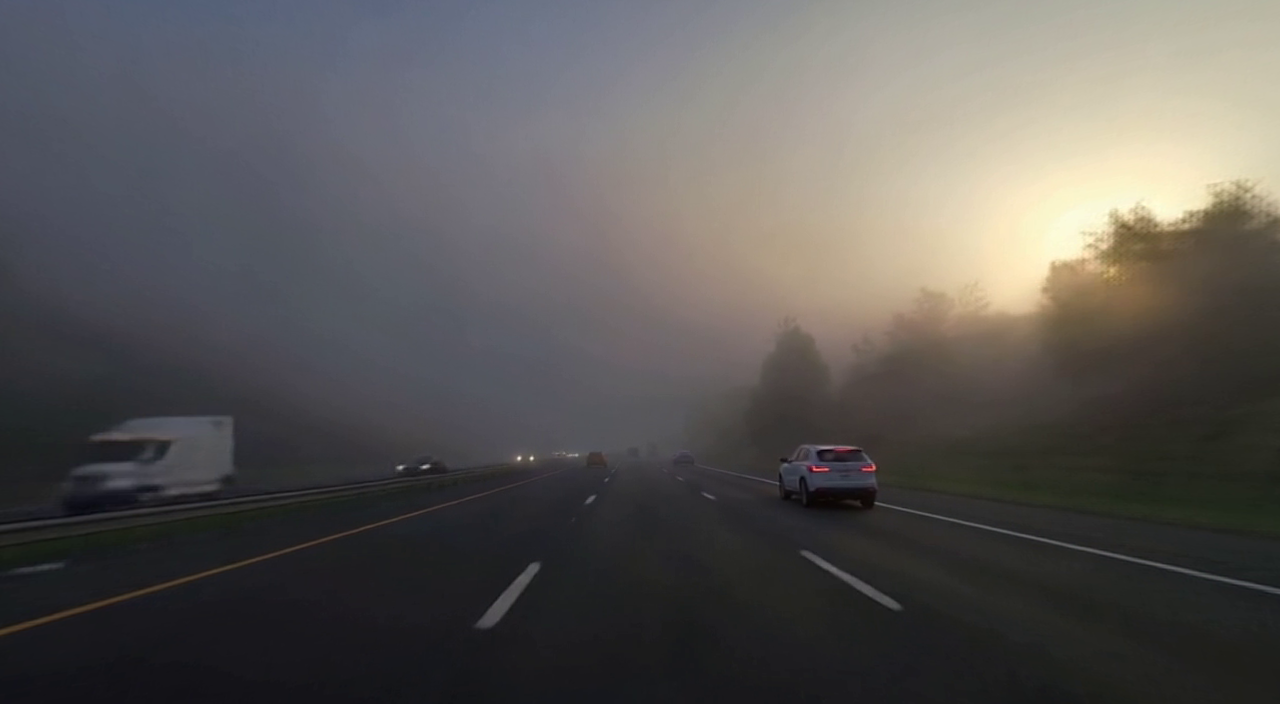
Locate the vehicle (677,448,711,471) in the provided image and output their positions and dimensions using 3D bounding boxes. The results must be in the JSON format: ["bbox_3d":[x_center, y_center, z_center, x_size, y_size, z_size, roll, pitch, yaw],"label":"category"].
[{"bbox_3d":[3.594,7.191,42.317,1.846,1.480,3.694,0,-9,-2],"label":"vehicle"}]

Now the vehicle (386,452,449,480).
[{"bbox_3d":[-12.180,6.256,34.895,1.951,1.462,4.378,0,-9,-1],"label":"vehicle"}]

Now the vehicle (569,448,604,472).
[{"bbox_3d":[-3.491,7.166,42.142,2.021,1.507,4.272,0,-9,-1],"label":"vehicle"}]

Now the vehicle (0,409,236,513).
[{"bbox_3d":[-15.237,3.211,18.980,2.246,2.611,5.858,0,-9,-1],"label":"vehicle"}]

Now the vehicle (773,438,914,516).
[{"bbox_3d":[4.586,2.861,14.909,1.903,1.566,3.866,0,-9,-2],"label":"vehicle"}]
